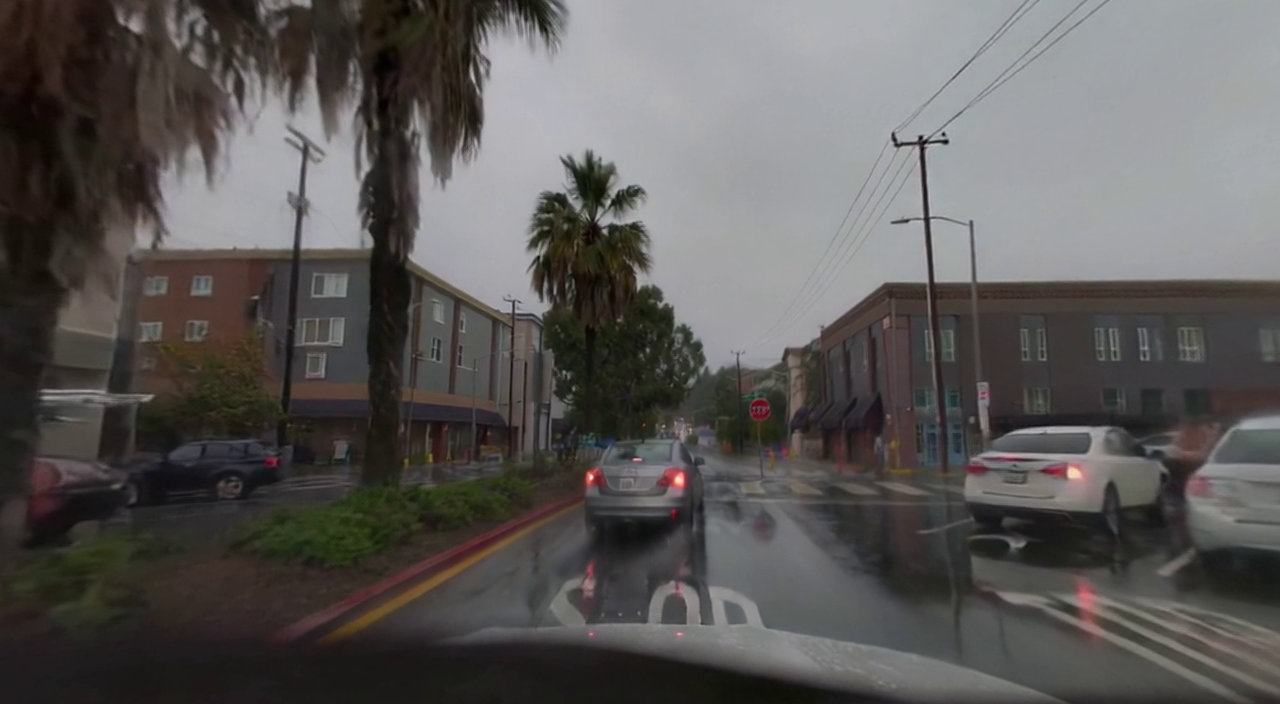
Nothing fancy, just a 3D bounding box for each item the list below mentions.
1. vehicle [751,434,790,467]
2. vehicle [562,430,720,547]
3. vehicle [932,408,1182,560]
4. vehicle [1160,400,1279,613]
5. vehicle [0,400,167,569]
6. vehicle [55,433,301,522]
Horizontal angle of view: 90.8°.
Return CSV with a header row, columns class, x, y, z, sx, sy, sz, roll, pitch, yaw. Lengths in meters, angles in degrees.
class,x,y,z,sx,sy,sz,roll,pitch,yaw
vehicle,10.216,7.667,49.388,2.467,2.369,1.577,3,-8,-37
vehicle,0.148,2.047,10.139,2.031,1.479,3.969,-1,-8,4
vehicle,6.255,1.780,9.248,4.623,1.650,1.937,8,-12,-43
vehicle,6.517,1.301,5.759,3.754,1.592,1.939,7,-11,-40
vehicle,-10.170,1.590,7.474,6.873,2.051,2.823,7,-10,-44
vehicle,-10.609,2.812,14.719,4.223,1.731,2.089,8,-12,-44
